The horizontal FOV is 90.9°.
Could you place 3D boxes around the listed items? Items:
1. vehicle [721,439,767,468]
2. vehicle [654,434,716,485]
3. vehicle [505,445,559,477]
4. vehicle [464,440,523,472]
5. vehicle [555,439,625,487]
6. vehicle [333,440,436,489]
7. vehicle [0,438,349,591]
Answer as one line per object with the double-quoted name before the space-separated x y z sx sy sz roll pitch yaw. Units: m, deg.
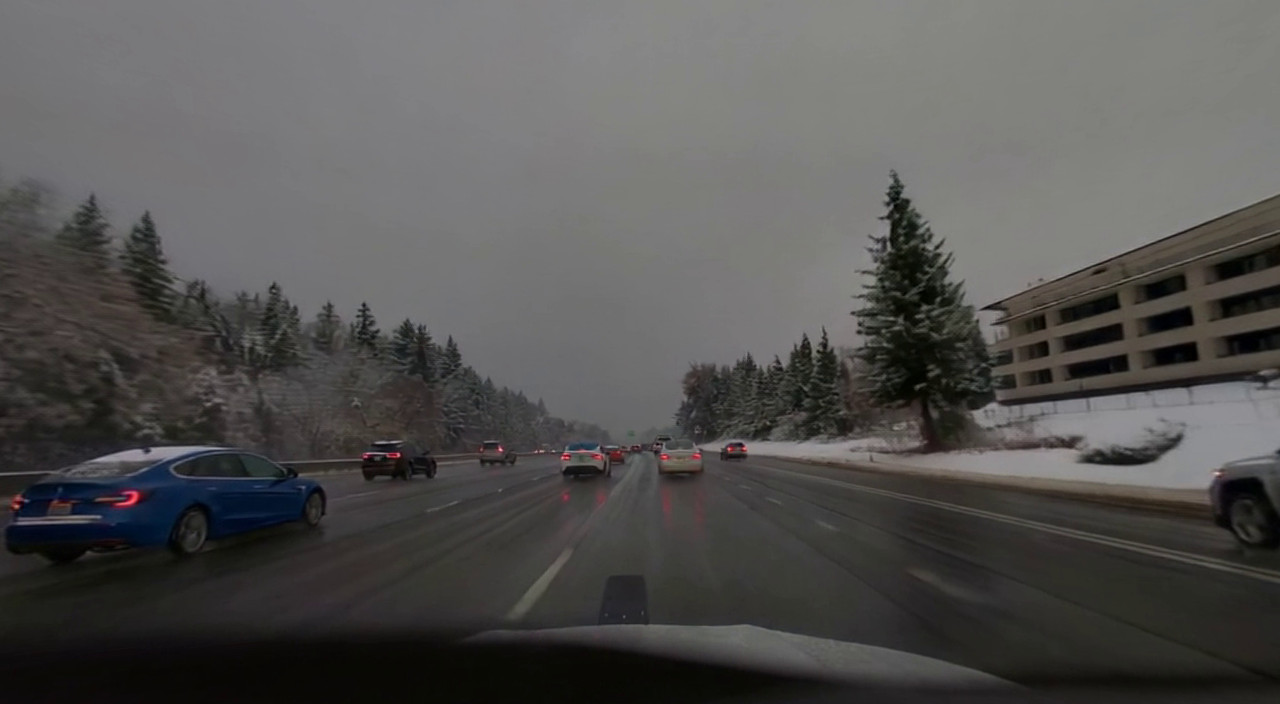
"vehicle" 6.545 6.414 40.059 2.071 1.754 4.484 0 -8 -1
"vehicle" 1.605 4.023 23.943 2.114 1.715 4.136 -1 -8 1
"vehicle" -5.432 5.510 32.164 1.886 1.455 4.148 -1 -8 2
"vehicle" -8.920 6.359 38.849 2.186 1.851 5.085 -1 -8 3
"vehicle" -1.773 4.097 23.714 2.102 1.624 4.257 -1 -8 3
"vehicle" -9.561 4.225 24.042 1.947 1.683 4.331 -1 -8 3
"vehicle" -6.224 1.948 8.606 2.116 1.473 4.644 -1 -8 2
